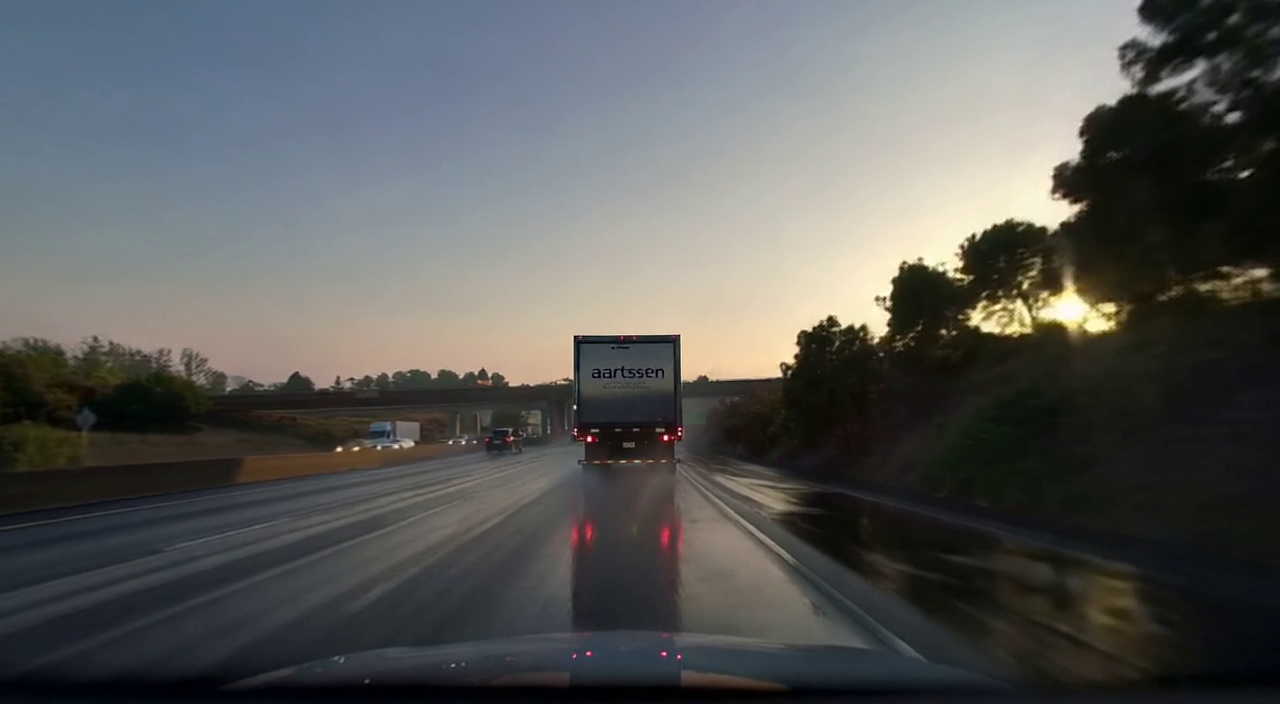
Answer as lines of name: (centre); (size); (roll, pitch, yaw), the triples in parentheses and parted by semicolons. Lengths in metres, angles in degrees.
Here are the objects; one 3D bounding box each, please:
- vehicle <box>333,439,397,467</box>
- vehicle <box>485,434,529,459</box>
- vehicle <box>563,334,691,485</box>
vehicle: (-16.359, 6.008, 37.625); (1.911, 1.562, 4.014); (0, -8, 1)
vehicle: (-8.527, 6.066, 40.639); (1.940, 1.488, 3.976); (0, -8, 0)
vehicle: (-0.361, 2.251, 22.453); (3.442, 4.106, 10.719); (0, -8, 0)
